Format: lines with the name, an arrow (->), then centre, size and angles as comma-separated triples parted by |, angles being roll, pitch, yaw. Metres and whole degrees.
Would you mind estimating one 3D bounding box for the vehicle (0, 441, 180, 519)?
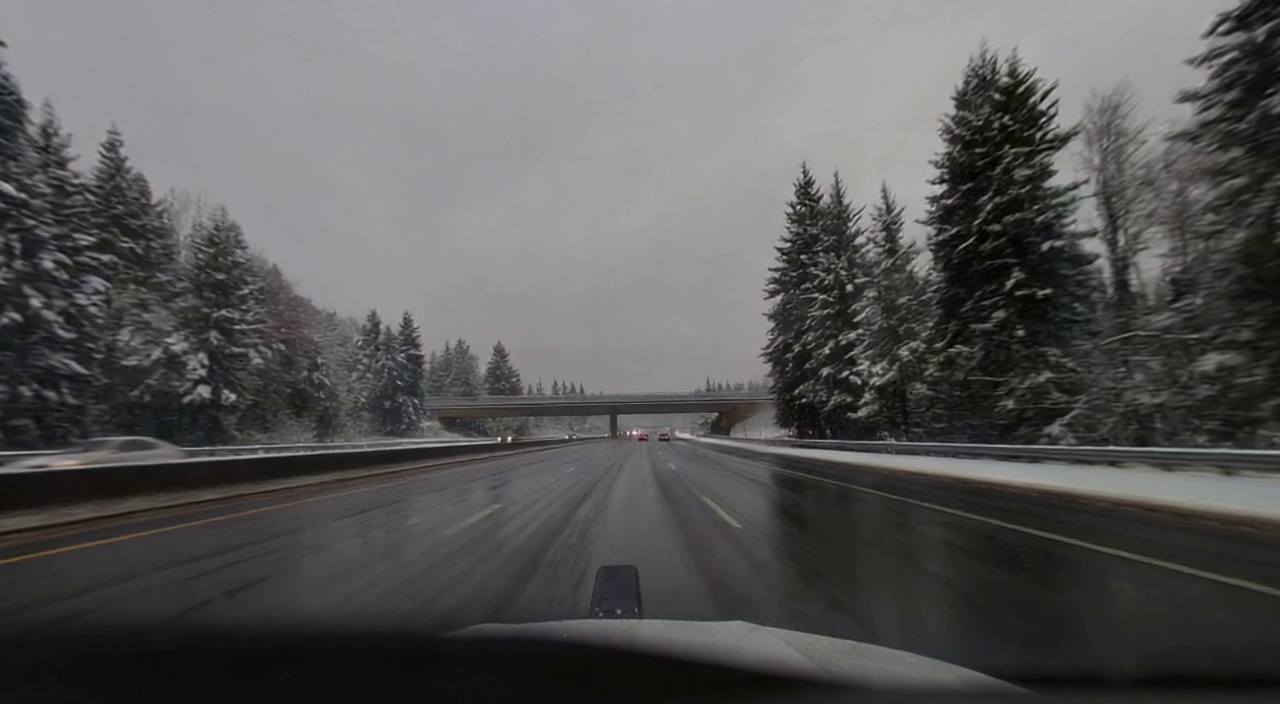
vehicle -> -12.971, 2.764, 14.239 | 1.895, 1.439, 4.263 | 0, -8, -1
